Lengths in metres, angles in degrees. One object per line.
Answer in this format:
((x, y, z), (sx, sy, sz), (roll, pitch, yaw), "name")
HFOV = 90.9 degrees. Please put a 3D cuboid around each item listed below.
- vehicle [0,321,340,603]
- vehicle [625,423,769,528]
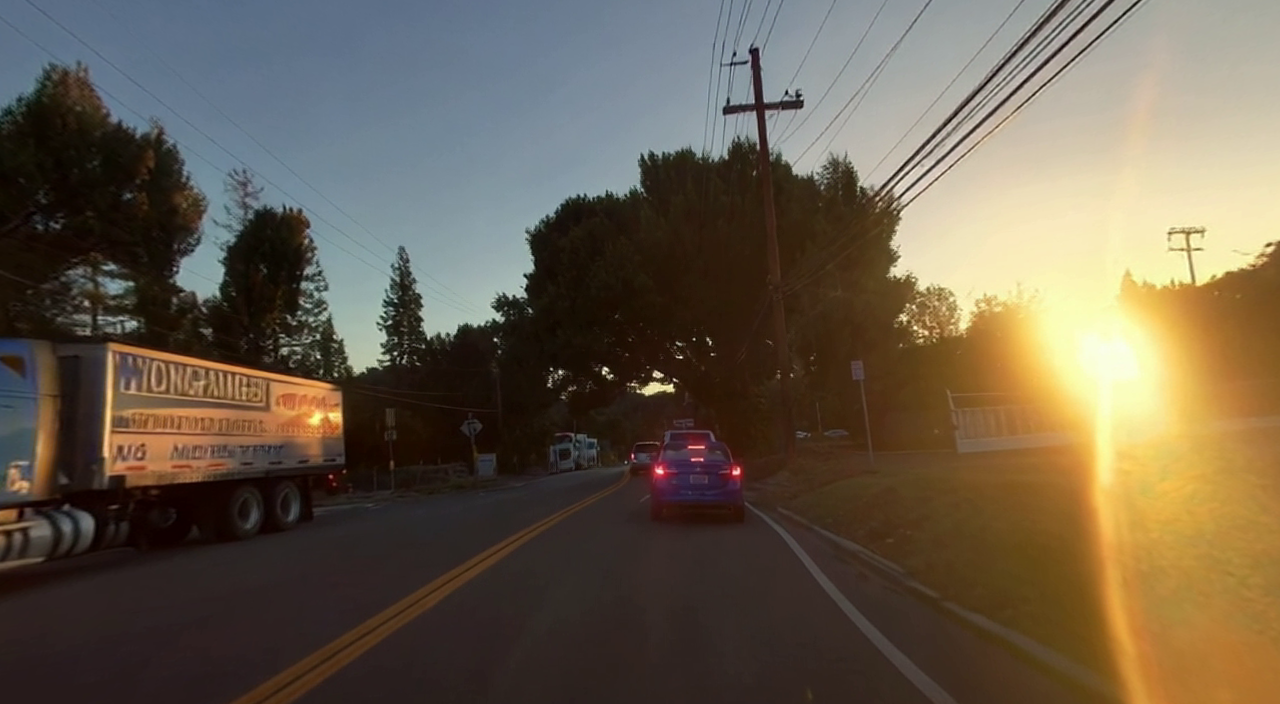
((-8.385, 1.555, 9.223), (3.395, 3.071, 7.634), (-7, -6, 8), "vehicle")
((0.879, 2.072, 11.040), (2.081, 1.503, 3.726), (0, -8, 2), "vehicle")
